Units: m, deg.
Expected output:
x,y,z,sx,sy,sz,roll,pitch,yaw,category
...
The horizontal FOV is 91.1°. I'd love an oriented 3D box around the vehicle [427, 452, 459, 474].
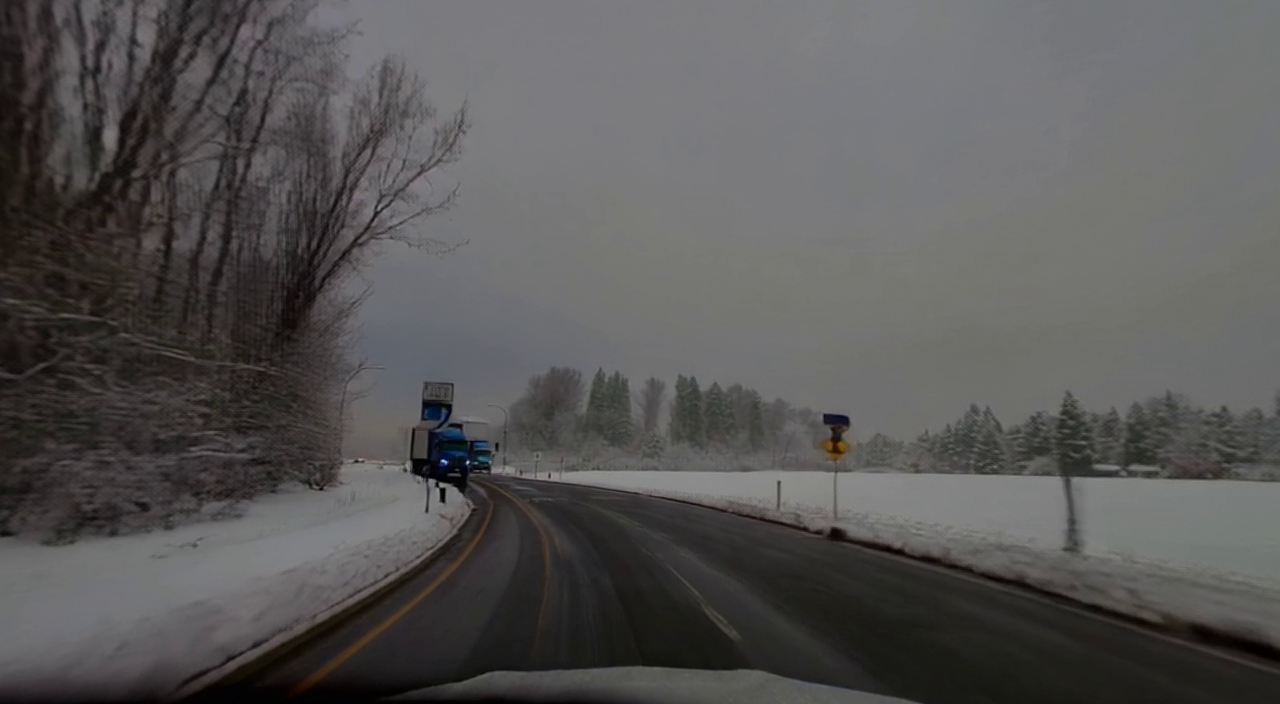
x,y,z,sx,sy,sz,roll,pitch,yaw,category
-15.048,8.488,47.826,2.039,1.536,3.648,4,-11,-19,vehicle
